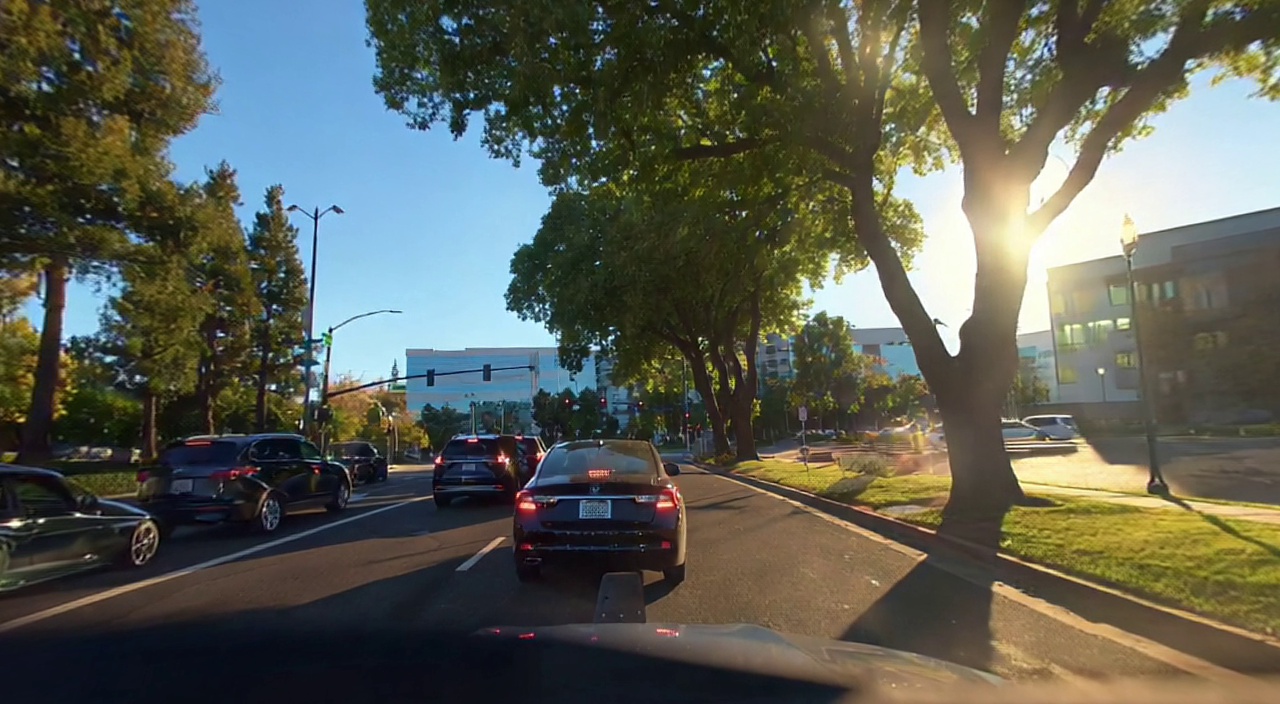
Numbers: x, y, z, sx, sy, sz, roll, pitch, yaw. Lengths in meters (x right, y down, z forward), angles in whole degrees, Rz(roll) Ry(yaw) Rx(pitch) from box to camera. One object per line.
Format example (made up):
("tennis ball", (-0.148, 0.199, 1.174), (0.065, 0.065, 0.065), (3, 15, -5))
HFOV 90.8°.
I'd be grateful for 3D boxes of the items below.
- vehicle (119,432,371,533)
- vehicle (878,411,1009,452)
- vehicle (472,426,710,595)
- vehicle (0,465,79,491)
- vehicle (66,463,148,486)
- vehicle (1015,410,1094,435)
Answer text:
("vehicle", (-7.271, 2.427, 12.336), (2.096, 1.593, 4.288), (0, -9, 0))
("vehicle", (13.929, 3.690, 29.216), (4.975, 1.809, 1.956), (0, -9, 1))
("vehicle", (-0.419, 1.704, 7.628), (2.104, 1.472, 3.946), (0, -9, 0))
("vehicle", (-36.640, 7.544, 37.947), (4.093, 1.440, 1.804), (0, -9, -1))
("vehicle", (-36.456, 8.375, 43.273), (3.918, 1.423, 1.861), (-1, -9, 2))
("vehicle", (30.332, 5.227, 46.403), (4.627, 1.671, 1.929), (-5, -10, 29))
